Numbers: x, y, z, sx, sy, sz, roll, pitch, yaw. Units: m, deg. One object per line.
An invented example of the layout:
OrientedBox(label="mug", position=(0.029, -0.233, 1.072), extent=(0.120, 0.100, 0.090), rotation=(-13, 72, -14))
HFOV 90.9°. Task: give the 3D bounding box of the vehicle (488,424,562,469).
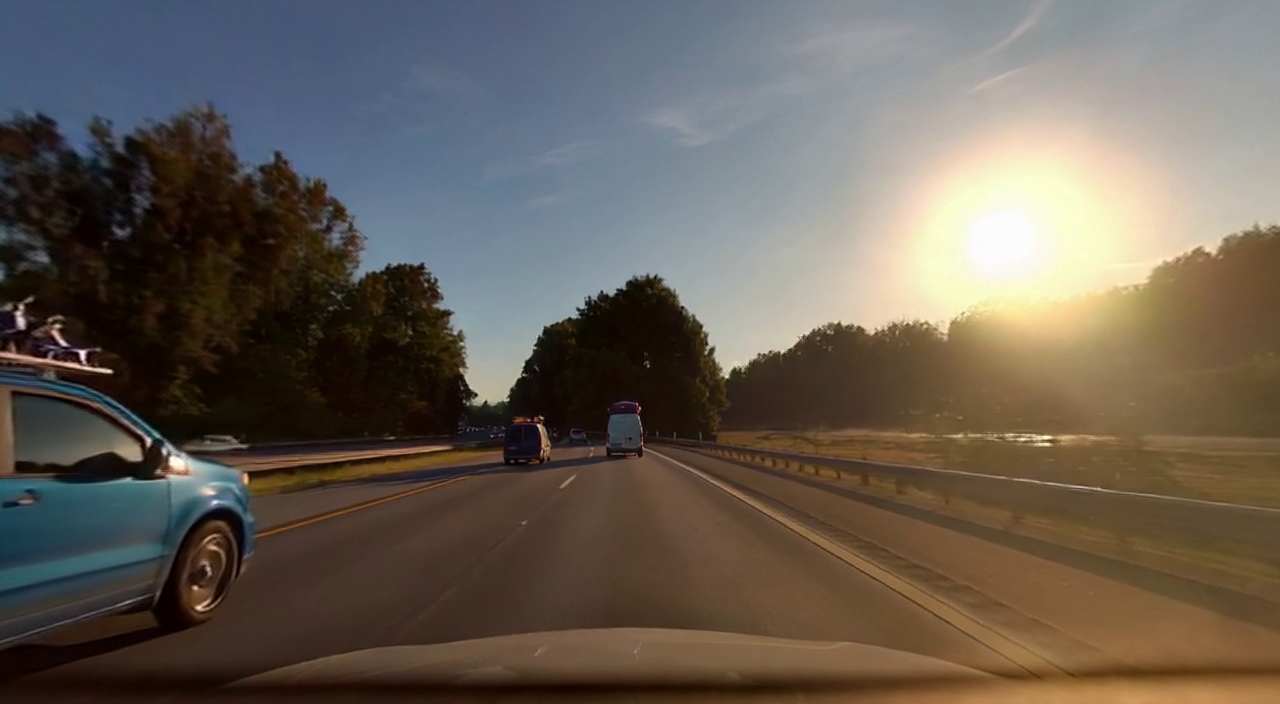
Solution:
OrientedBox(label="vehicle", position=(-4.421, 3.712, 24.957), extent=(2.110, 1.636, 4.453), rotation=(0, -8, -1))

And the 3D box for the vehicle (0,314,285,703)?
OrientedBox(label="vehicle", position=(-3.650, 0.684, 2.274), extent=(2.069, 1.751, 4.720), rotation=(0, -8, -2))

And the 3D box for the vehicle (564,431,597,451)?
OrientedBox(label="vehicle", position=(-4.544, 6.865, 48.834), extent=(2.251, 1.459, 4.236), rotation=(0, -8, -2))

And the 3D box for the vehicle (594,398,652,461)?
OrientedBox(label="vehicle", position=(-0.922, 3.997, 32.271), extent=(2.647, 2.896, 6.480), rotation=(0, -8, -3))
